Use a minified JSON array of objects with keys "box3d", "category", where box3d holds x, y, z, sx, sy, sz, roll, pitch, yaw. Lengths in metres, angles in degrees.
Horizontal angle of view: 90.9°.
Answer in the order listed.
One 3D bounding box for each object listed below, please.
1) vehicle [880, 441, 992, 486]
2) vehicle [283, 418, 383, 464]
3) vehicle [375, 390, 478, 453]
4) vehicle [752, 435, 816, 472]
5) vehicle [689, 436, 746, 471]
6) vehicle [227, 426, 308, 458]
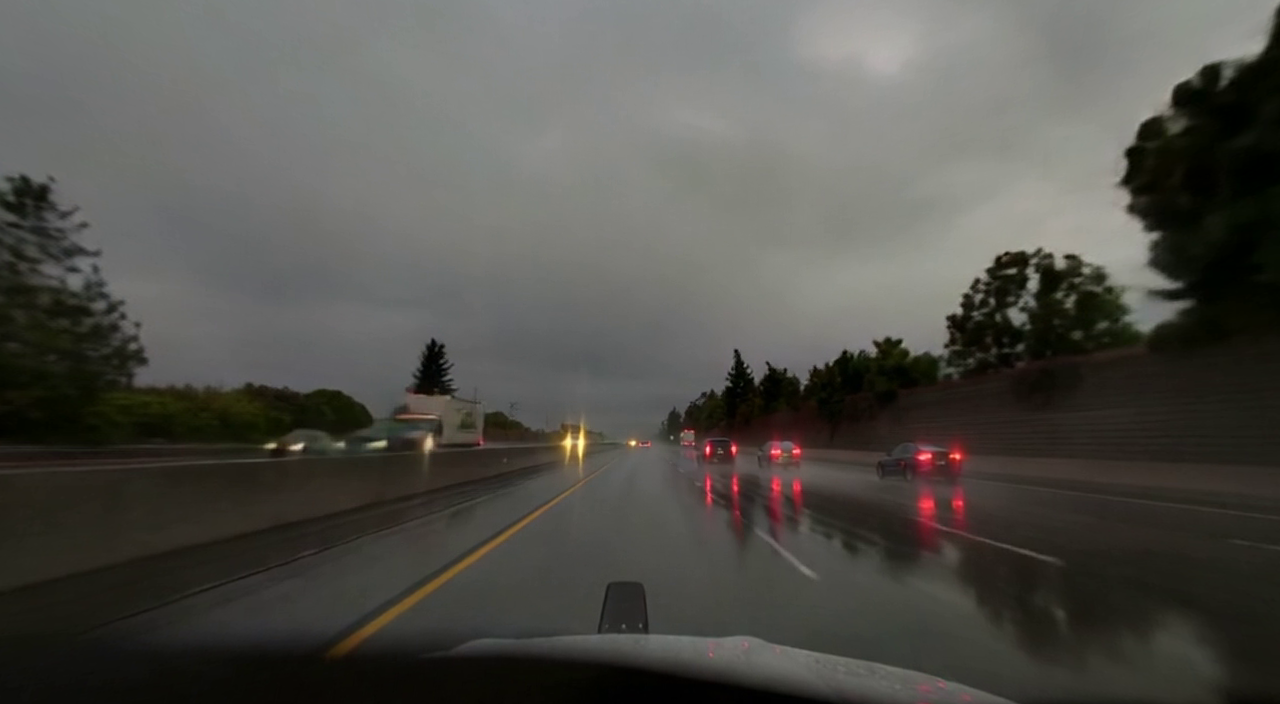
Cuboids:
[{"box3d":[10.728,4.046,23.313,1.970,1.479,4.480,0,-8,0],"category":"vehicle"},{"box3d":[-10.451,3.090,21.755,1.617,1.442,3.488,0,-8,1],"category":"vehicle"},{"box3d":[-13.765,4.844,42.047,3.009,3.639,10.635,0,-9,1],"category":"vehicle"},{"box3d":[7.280,5.183,32.388,2.178,1.749,4.570,0,-8,-1],"category":"vehicle"},{"box3d":[3.813,5.102,31.923,2.326,1.644,4.206,0,-8,-1],"category":"vehicle"},{"box3d":[-17.251,4.228,29.409,1.551,1.393,3.450,0,-9,2],"category":"vehicle"}]
